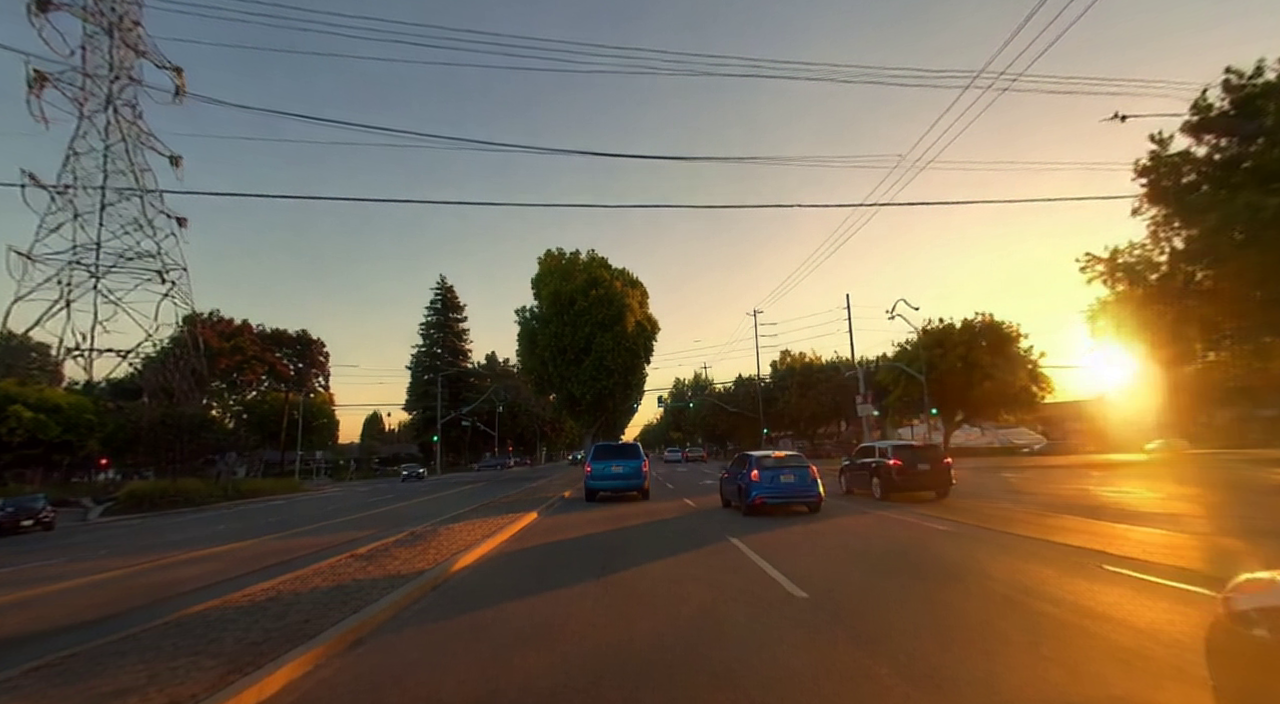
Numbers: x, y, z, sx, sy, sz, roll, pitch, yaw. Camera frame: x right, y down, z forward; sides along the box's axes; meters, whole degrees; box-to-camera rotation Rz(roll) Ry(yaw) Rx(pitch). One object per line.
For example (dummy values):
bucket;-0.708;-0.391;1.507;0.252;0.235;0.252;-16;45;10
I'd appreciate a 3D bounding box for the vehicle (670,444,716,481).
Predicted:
vehicle;2.684;5.734;33.164;1.915;1.765;4.047;0;-8;-2

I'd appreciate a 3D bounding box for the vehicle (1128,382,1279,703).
vehicle;3.235;0.637;0.679;1.889;1.517;4.308;0;-8;-1

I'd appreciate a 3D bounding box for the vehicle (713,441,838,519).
vehicle;3.059;2.963;15.277;1.880;1.579;4.401;0;-8;-2

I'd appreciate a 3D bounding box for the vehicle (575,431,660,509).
vehicle;-0.661;3.428;18.837;2.231;1.998;4.254;0;-8;-2

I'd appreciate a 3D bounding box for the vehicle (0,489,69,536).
vehicle;-26.969;6.930;27.070;4.526;1.715;1.989;-10;-12;25

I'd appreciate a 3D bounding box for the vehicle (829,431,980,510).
vehicle;6.648;3.010;16.504;1.929;1.753;4.396;0;-8;-1
